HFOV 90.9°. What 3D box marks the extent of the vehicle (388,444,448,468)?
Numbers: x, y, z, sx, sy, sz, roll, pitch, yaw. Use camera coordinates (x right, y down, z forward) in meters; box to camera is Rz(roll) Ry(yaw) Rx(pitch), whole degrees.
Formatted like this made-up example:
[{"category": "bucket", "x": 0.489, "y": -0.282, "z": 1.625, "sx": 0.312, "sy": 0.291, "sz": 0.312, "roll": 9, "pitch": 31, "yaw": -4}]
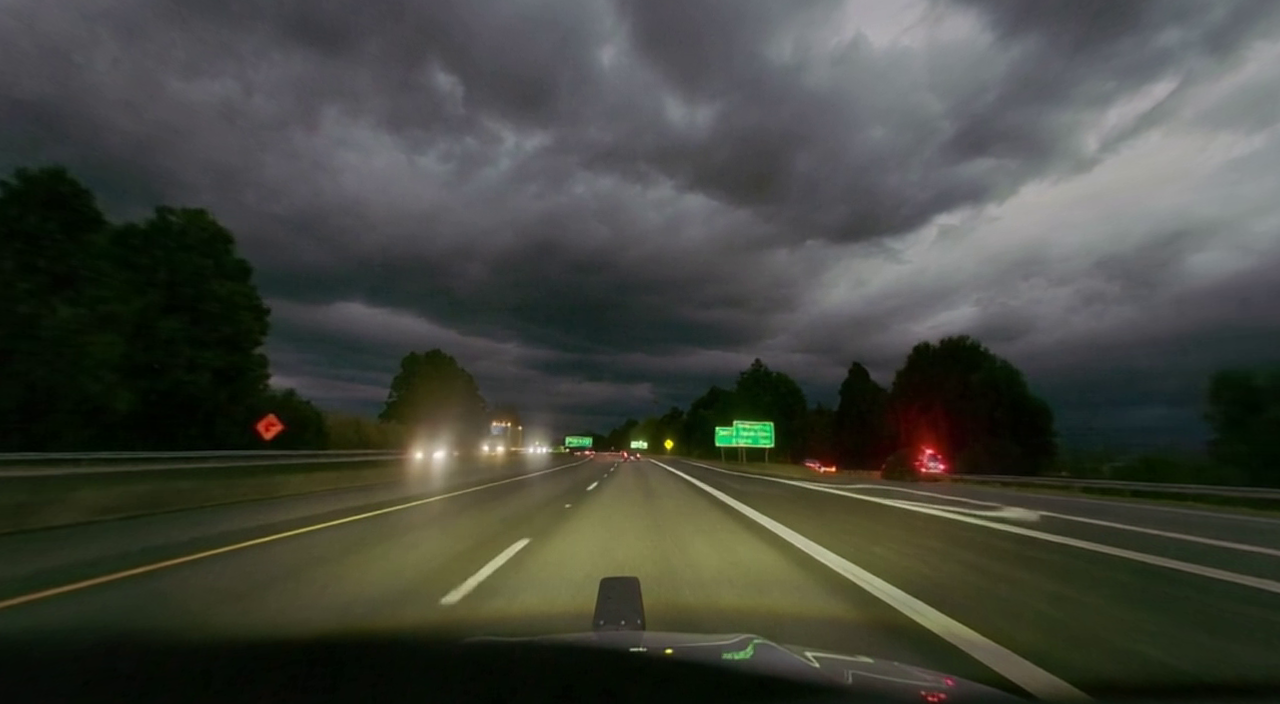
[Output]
[{"category": "vehicle", "x": -14.026, "y": 6.573, "z": 40.065, "sx": 2.181, "sy": 1.415, "sz": 4.576, "roll": 0, "pitch": -9, "yaw": -1}]
